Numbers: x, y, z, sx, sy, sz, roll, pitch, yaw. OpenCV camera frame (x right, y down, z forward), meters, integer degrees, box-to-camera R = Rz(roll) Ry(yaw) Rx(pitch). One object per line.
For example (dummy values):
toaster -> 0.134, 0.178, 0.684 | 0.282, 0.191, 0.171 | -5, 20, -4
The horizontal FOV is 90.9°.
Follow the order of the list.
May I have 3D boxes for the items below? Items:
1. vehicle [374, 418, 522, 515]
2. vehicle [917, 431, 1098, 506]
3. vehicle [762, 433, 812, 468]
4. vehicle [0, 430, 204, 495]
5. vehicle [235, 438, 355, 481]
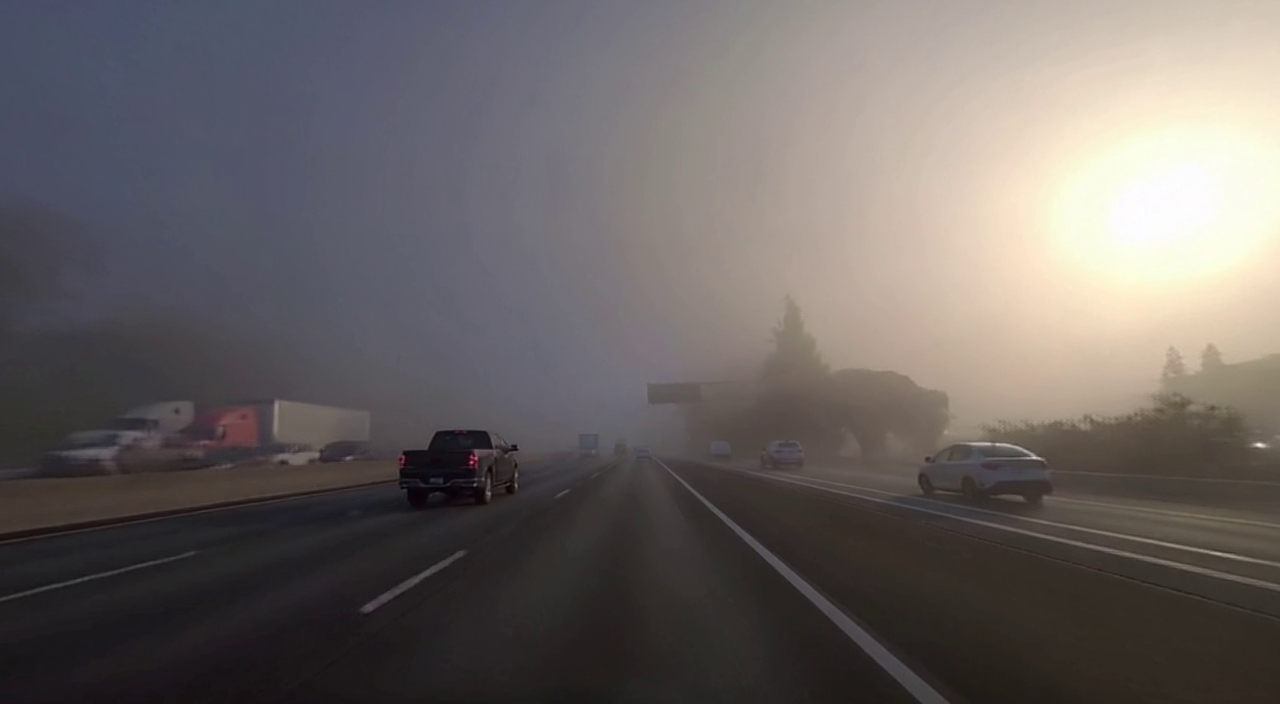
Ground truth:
vehicle -> -4.304, 2.651, 15.106 | 1.994, 1.911, 4.819 | 0, -8, 0
vehicle -> 9.150, 2.919, 16.231 | 1.971, 1.638, 4.295 | 0, -8, -1
vehicle -> 9.462, 6.363, 41.034 | 2.061, 2.115, 4.635 | 0, -8, -1
vehicle -> -21.011, 4.227, 24.746 | 2.736, 2.171, 6.889 | 0, -8, 1
vehicle -> -17.064, 5.341, 31.713 | 2.632, 1.948, 5.968 | 0, -8, 1
